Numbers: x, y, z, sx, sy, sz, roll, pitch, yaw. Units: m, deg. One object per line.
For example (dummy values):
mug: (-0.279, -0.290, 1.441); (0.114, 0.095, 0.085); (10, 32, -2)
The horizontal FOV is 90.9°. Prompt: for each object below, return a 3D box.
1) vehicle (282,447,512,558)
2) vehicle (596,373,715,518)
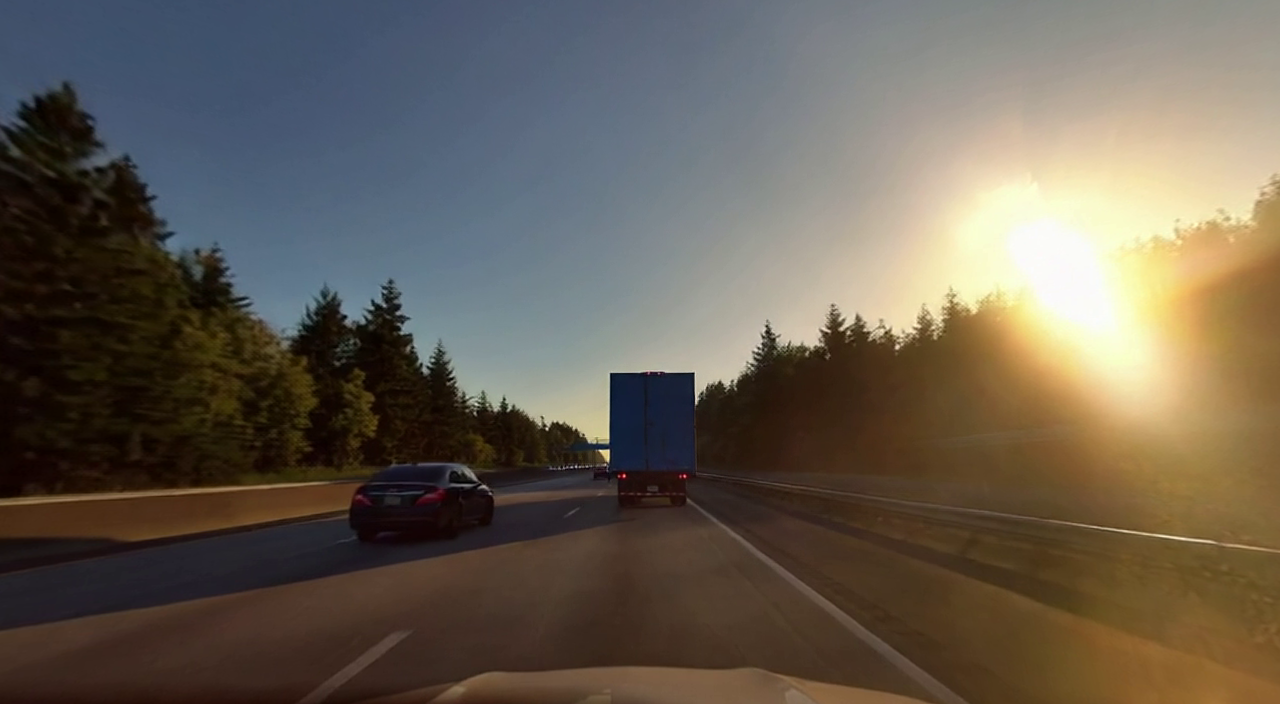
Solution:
vehicle: (-3.880, 2.534, 11.214); (2.079, 1.506, 4.821); (0, -10, 1)
vehicle: (0.422, 3.224, 20.958); (3.008, 3.678, 9.512); (1, -10, 0)
